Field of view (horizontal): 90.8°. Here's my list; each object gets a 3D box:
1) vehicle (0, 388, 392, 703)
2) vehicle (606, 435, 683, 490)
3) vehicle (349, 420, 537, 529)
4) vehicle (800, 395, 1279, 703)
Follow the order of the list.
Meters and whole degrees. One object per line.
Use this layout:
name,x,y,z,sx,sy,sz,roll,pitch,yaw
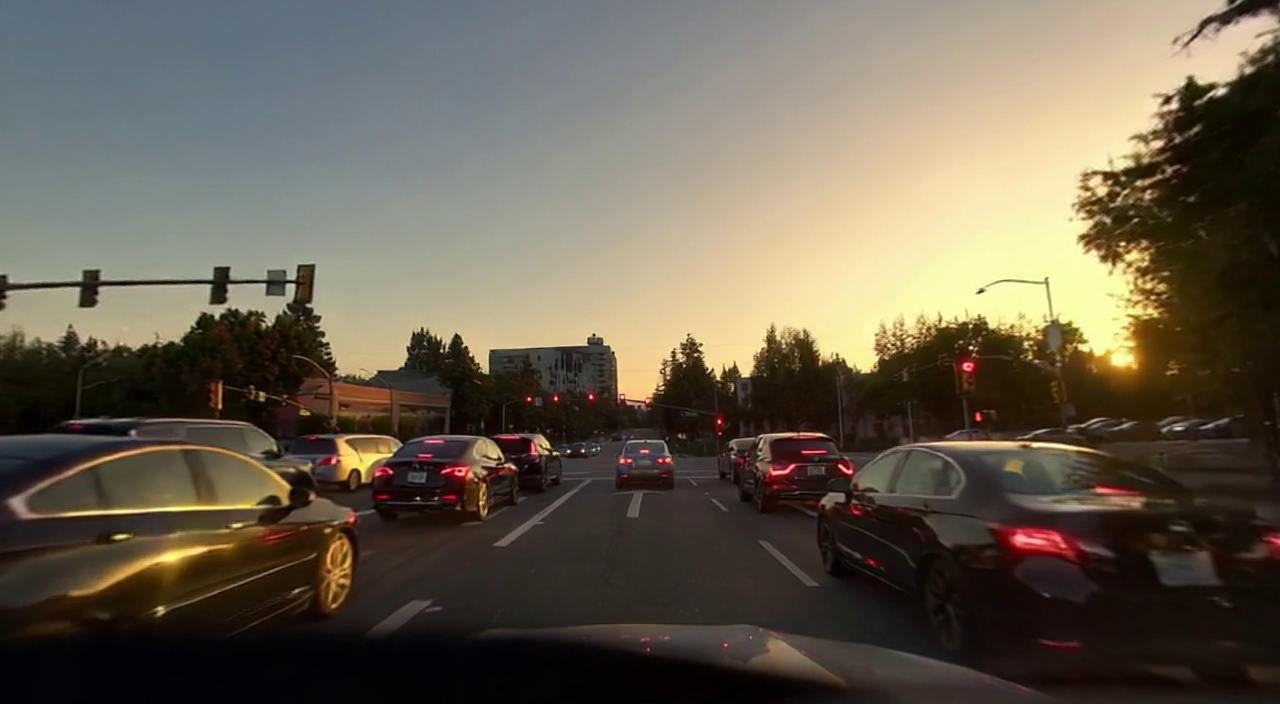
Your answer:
vehicle,-3.259,1.034,3.232,2.139,1.478,4.510,0,-9,0
vehicle,0.081,3.330,19.315,2.114,1.482,4.056,0,-9,-1
vehicle,-3.384,2.212,11.967,2.034,1.655,4.465,0,-9,1
vehicle,2.822,1.256,4.871,2.002,1.474,4.528,0,-9,0
